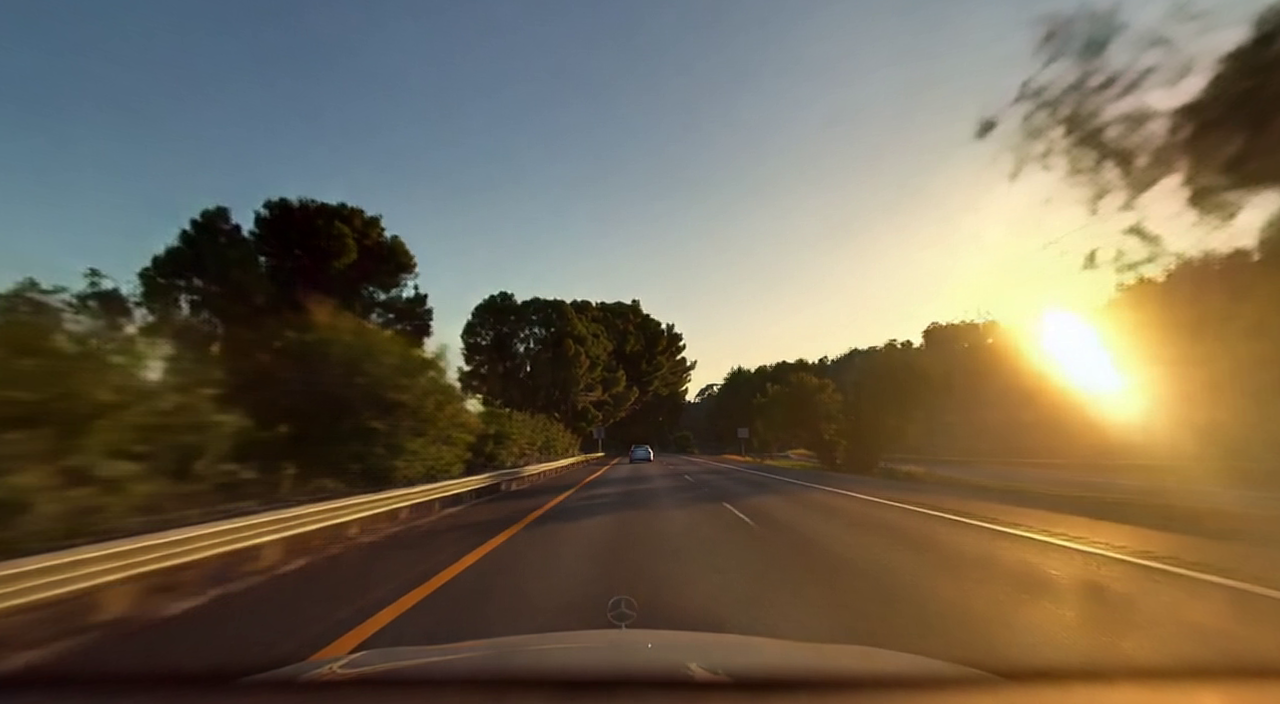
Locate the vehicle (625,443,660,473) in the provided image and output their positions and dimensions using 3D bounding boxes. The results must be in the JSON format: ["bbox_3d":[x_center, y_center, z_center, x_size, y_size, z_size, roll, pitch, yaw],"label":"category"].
[{"bbox_3d":[0.133,6.344,37.884,1.987,1.658,3.620,0,-9,0],"label":"vehicle"}]
